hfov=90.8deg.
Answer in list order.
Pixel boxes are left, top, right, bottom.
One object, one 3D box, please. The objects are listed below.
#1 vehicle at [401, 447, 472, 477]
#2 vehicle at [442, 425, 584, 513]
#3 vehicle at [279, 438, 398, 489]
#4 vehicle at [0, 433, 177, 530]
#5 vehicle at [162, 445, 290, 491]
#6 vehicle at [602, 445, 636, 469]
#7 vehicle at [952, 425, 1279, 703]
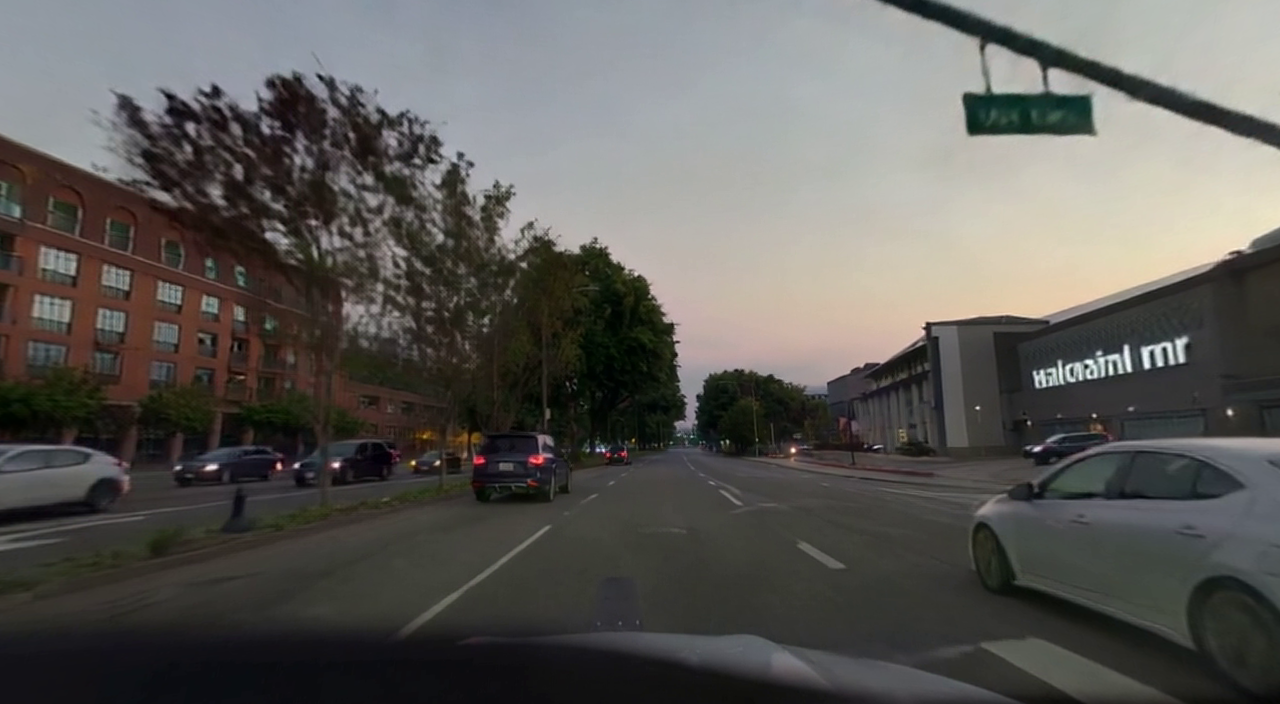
[{"bbox_3d":[-10.728,5.822,33.745,1.960,1.451,4.870,-1,-9,3],"label":"vehicle"},{"bbox_3d":[-2.912,2.839,15.864,2.305,1.833,4.912,-1,-9,3],"label":"vehicle"},{"bbox_3d":[-11.249,4.185,24.055,2.016,1.710,4.734,-1,-9,2],"label":"vehicle"},{"bbox_3d":[-11.841,2.415,12.131,2.150,1.627,4.737,-1,-9,3],"label":"vehicle"},{"bbox_3d":[-15.101,4.216,23.385,1.871,1.515,4.229,0,-9,0],"label":"vehicle"},{"bbox_3d":[-1.392,7.314,44.258,1.976,1.571,4.649,-1,-9,3],"label":"vehicle"},{"bbox_3d":[4.221,1.281,4.314,1.960,1.471,4.378,0,-9,1],"label":"vehicle"}]
